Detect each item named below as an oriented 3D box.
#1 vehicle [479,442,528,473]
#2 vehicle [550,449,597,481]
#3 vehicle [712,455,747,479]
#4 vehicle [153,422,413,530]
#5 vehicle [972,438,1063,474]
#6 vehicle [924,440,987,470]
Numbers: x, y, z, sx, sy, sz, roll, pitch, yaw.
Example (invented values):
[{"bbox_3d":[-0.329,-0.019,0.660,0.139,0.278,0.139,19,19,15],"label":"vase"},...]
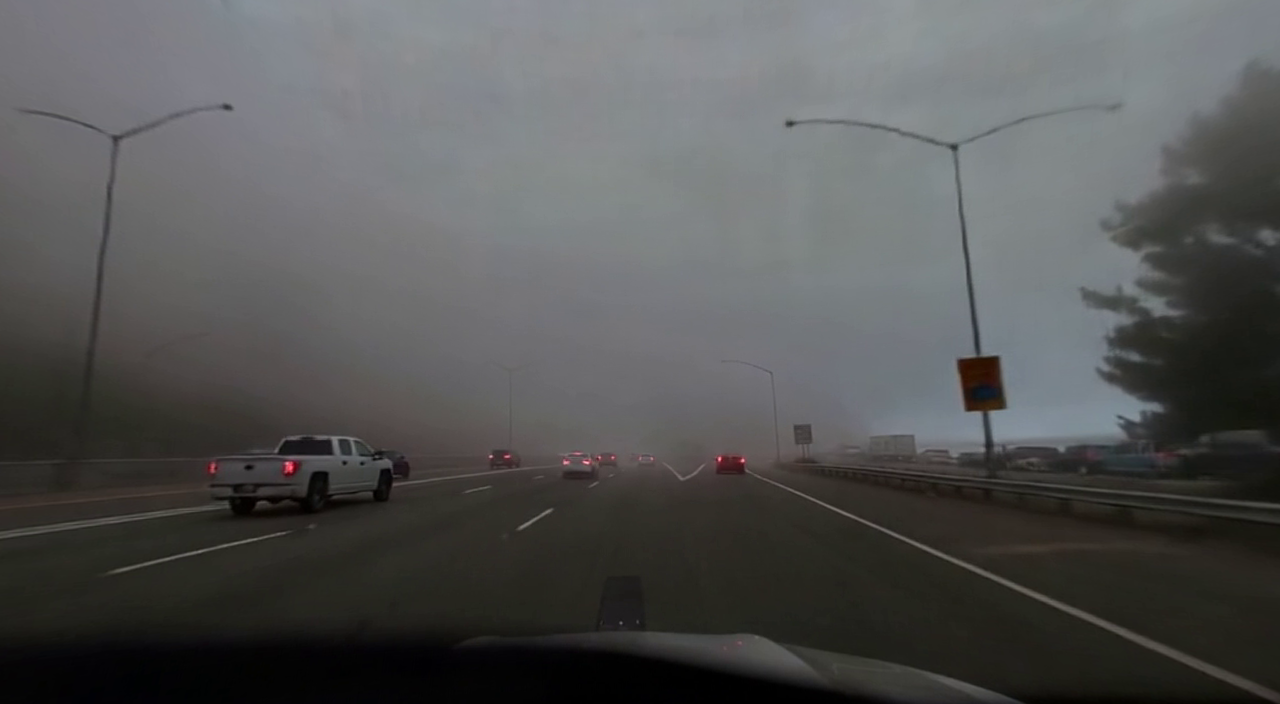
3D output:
[{"bbox_3d":[-10.554,8.181,49.128,2.442,2.191,5.760,0,-9,1],"label":"vehicle"},{"bbox_3d":[-3.827,6.592,36.975,2.132,1.708,4.571,0,-9,1],"label":"vehicle"},{"bbox_3d":[6.328,8.172,45.016,2.153,1.510,4.646,0,-9,4],"label":"vehicle"},{"bbox_3d":[-7.289,2.600,13.904,2.250,1.870,5.647,0,-9,2],"label":"vehicle"},{"bbox_3d":[24.598,6.820,41.479,2.456,2.117,6.561,-1,-9,5],"label":"vehicle"},{"bbox_3d":[24.327,8.025,48.778,2.129,2.095,4.928,-2,-10,-2],"label":"vehicle"}]
